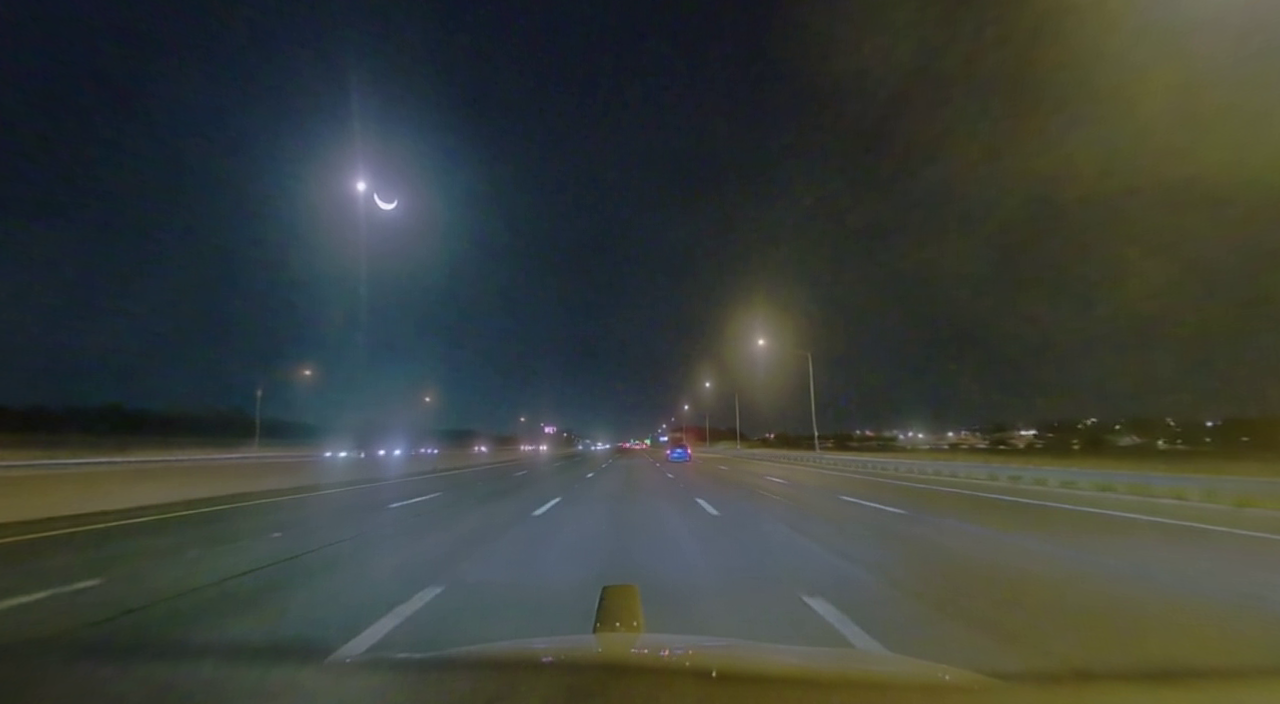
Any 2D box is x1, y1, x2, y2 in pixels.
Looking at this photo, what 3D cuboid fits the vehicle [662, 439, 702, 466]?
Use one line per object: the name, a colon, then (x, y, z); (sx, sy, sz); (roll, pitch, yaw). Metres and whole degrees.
vehicle: (2.689, 6.535, 41.177); (2.270, 1.615, 3.770); (0, -8, -1)
